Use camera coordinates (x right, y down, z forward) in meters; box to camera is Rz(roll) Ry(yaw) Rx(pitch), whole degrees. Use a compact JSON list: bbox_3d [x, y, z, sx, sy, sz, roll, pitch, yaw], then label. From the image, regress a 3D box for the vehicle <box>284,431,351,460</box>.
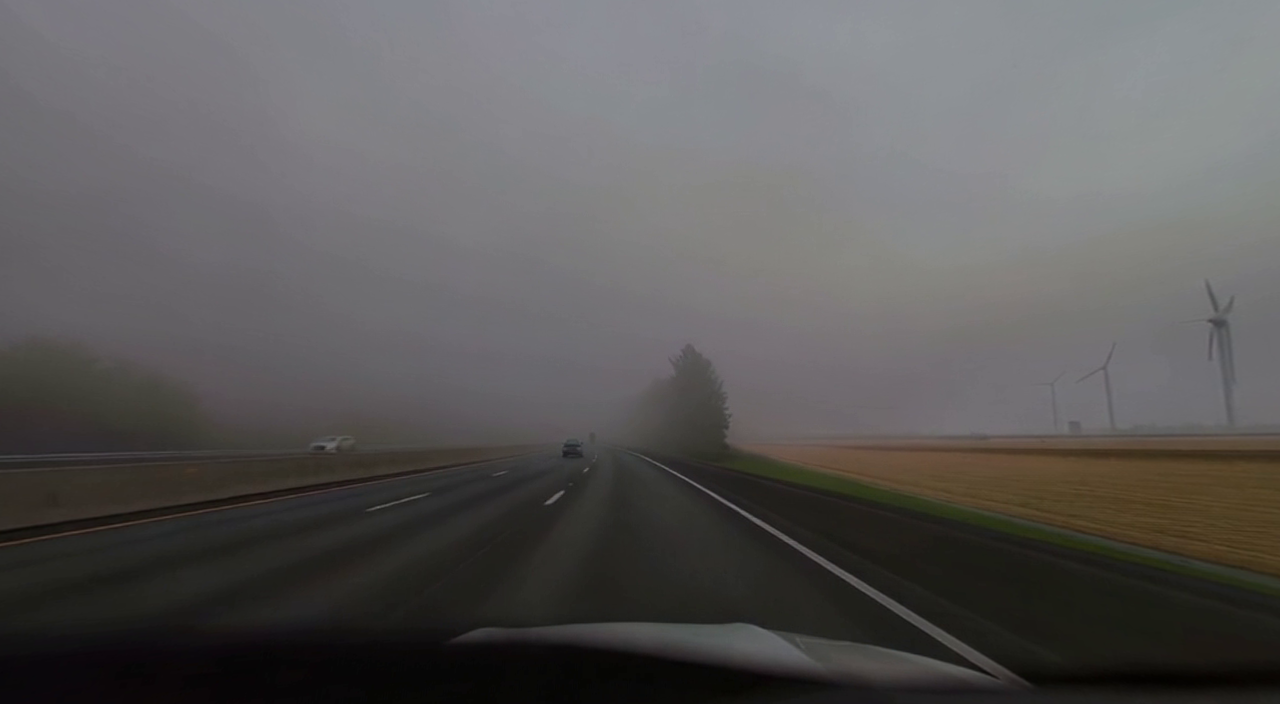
[{"bbox_3d":[-20.702,5.994,40.647,2.018,1.727,4.712,0,-8,-3],"label":"vehicle"}]
